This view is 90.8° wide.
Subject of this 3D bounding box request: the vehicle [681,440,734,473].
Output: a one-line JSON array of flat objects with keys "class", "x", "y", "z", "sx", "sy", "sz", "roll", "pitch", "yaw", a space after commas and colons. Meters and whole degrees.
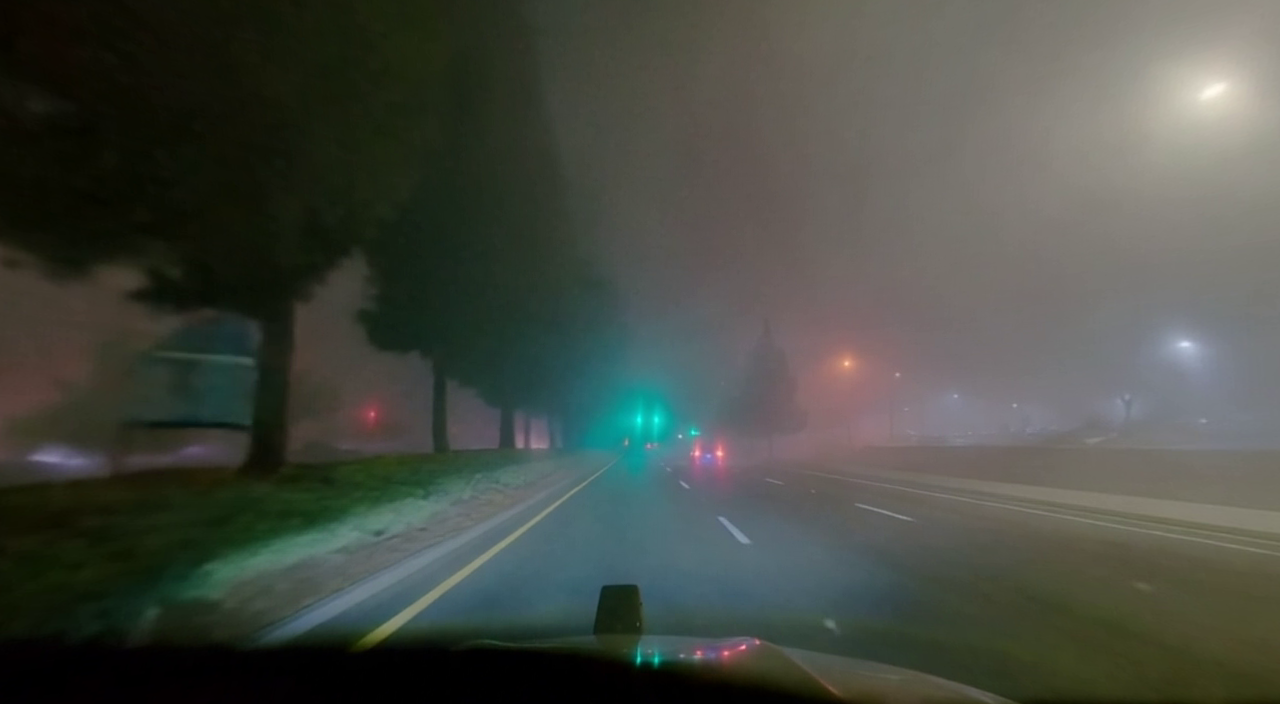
[{"class": "vehicle", "x": 3.249, "y": 5.092, "z": 31.059, "sx": 2.056, "sy": 1.483, "sz": 4.091, "roll": 0, "pitch": -8, "yaw": -1}]
